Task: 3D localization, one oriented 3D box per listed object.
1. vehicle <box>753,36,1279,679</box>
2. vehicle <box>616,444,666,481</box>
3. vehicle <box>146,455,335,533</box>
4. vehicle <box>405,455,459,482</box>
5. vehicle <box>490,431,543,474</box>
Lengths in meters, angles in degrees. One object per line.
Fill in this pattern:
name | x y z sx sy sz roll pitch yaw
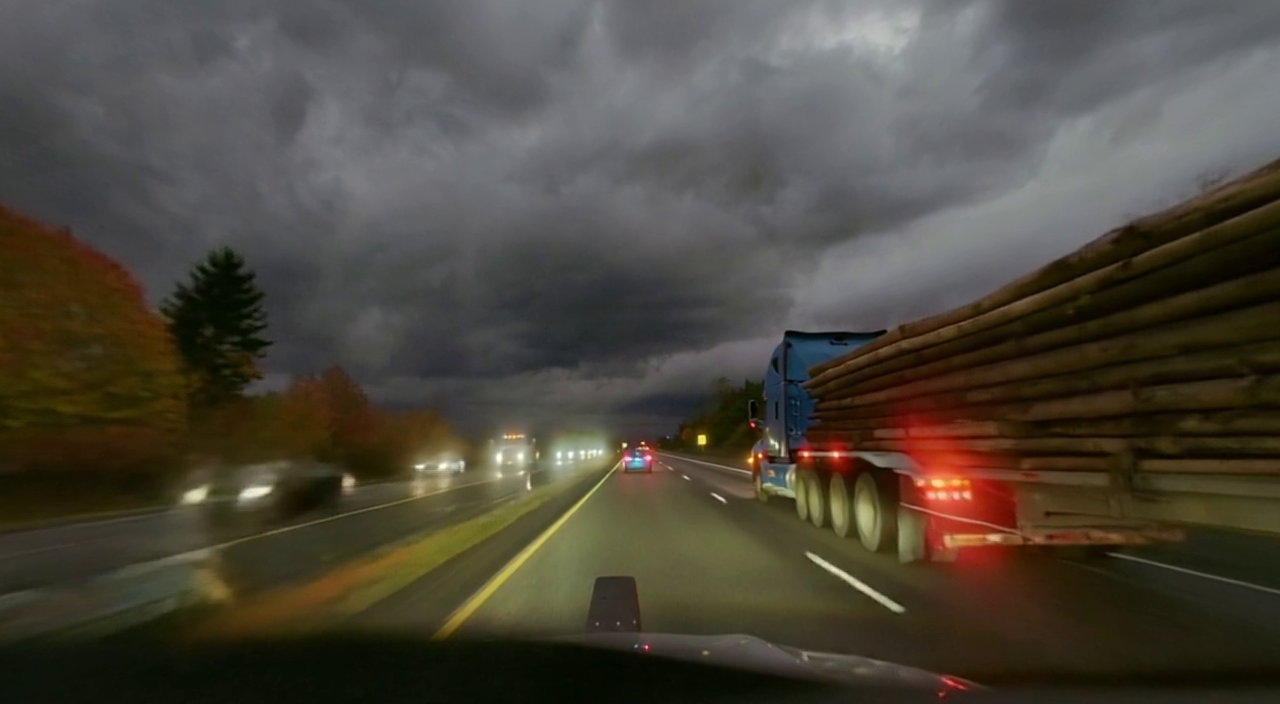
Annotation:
vehicle | 4.168 0.682 9.051 2.996 3.942 10.600 0 -9 0
vehicle | 0.006 4.975 28.491 2.099 1.506 4.097 0 -9 -1
vehicle | -9.385 3.321 15.215 1.873 1.549 4.104 -1 -9 0
vehicle | -12.986 7.286 39.438 1.935 1.530 4.142 -1 -9 0
vehicle | -8.542 7.041 44.013 2.451 2.748 6.073 -1 -9 0
